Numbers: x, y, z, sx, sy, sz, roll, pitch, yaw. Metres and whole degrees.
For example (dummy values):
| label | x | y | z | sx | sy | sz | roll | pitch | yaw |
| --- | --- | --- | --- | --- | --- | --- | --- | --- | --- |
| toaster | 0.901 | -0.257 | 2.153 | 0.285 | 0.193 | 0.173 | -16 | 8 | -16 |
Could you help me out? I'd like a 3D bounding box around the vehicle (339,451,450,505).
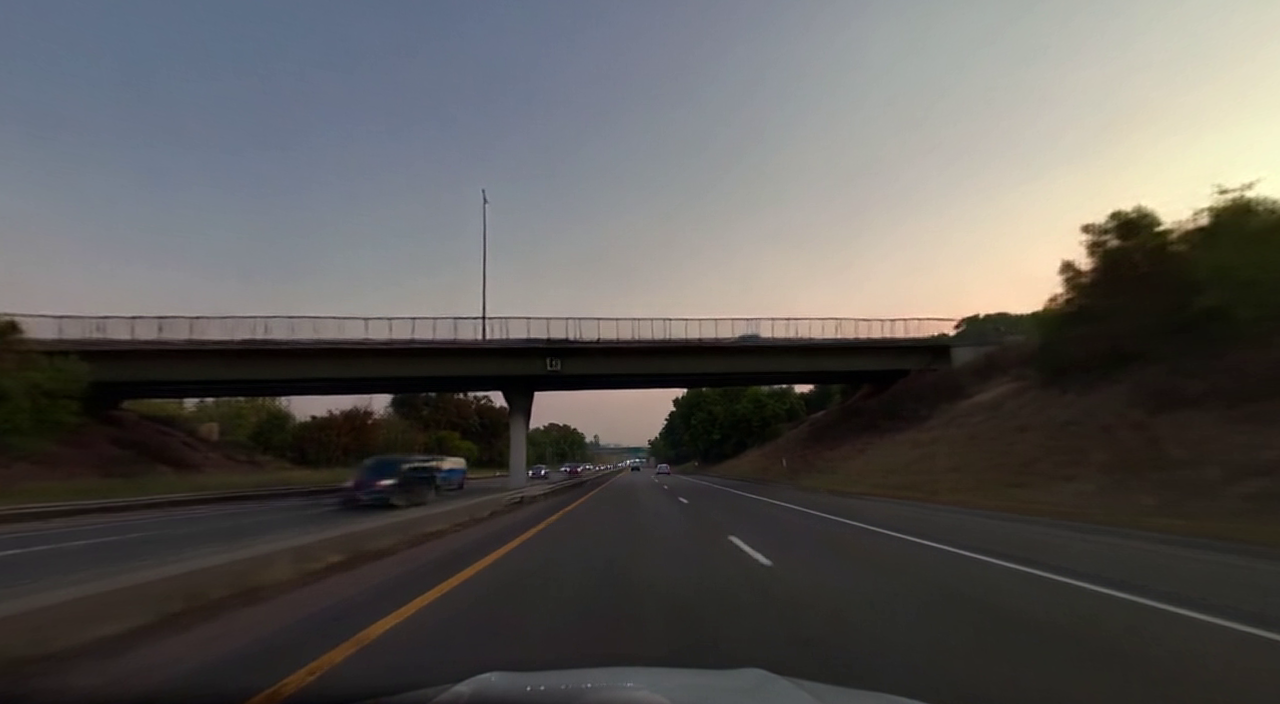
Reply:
| label | x | y | z | sx | sy | sz | roll | pitch | yaw |
| --- | --- | --- | --- | --- | --- | --- | --- | --- | --- |
| vehicle | -9.204 | 4.778 | 24.088 | 2.150 | 1.806 | 5.014 | 1 | -10 | 1 |
